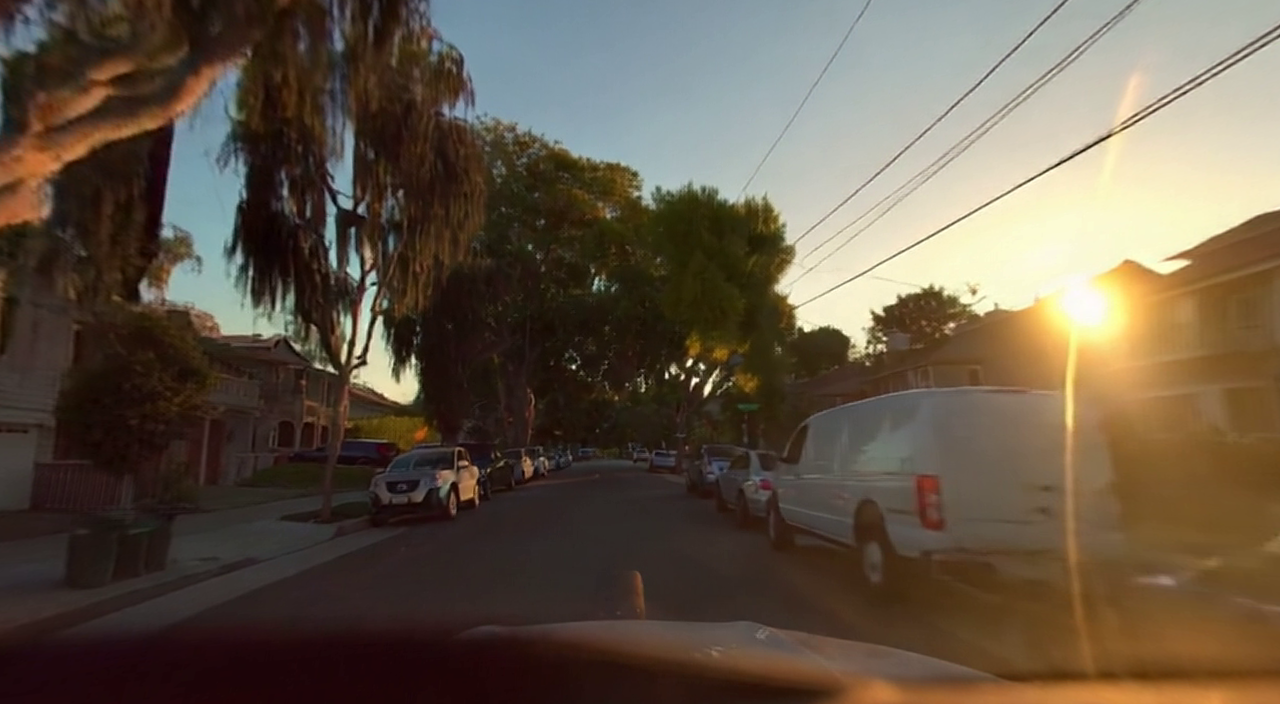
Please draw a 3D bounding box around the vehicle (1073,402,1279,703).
[{"bbox_3d":[2.827,0.663,0.346,1.828,1.442,4.476,-1,-7,-3],"label":"vehicle"}]

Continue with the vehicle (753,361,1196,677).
[{"bbox_3d":[2.769,1.451,6.884,1.993,2.129,4.893,-1,-7,-2],"label":"vehicle"}]

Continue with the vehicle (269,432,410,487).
[{"bbox_3d":[-10.860,3.885,22.990,4.153,1.550,2.029,-2,-2,-3],"label":"vehicle"}]

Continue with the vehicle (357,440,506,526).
[{"bbox_3d":[-4.518,2.867,14.557,1.908,1.493,4.806,3,-8,-2],"label":"vehicle"}]
